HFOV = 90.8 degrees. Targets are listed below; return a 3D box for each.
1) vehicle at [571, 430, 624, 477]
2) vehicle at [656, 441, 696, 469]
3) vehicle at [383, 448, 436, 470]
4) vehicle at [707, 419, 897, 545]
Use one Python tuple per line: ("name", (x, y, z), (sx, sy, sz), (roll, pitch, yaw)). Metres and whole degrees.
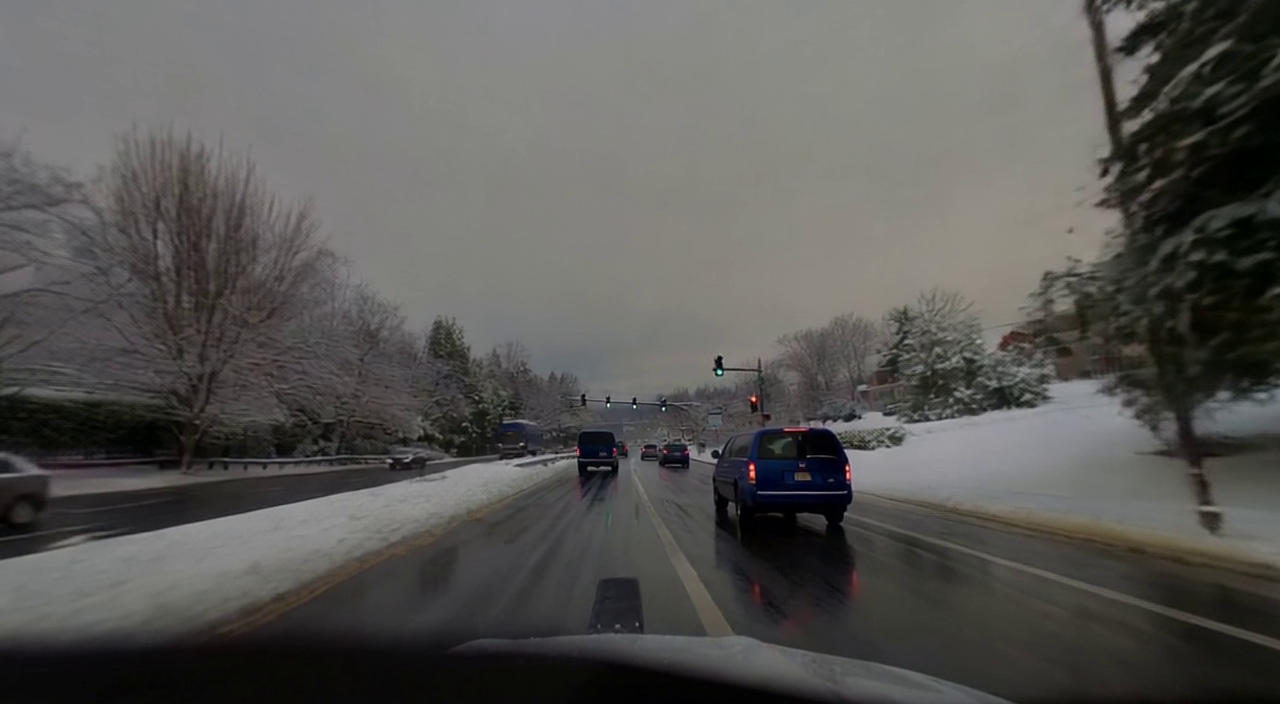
("vehicle", (-1.942, 4.814, 30.039), (2.228, 2.054, 4.309), (0, -9, 0))
("vehicle", (2.283, 6.683, 41.289), (2.248, 1.692, 4.252), (0, -9, -2))
("vehicle", (-16.695, 7.746, 46.001), (2.139, 1.493, 4.521), (0, -9, 0))
("vehicle", (2.419, 2.073, 10.691), (1.965, 1.671, 4.146), (0, -9, -2))
